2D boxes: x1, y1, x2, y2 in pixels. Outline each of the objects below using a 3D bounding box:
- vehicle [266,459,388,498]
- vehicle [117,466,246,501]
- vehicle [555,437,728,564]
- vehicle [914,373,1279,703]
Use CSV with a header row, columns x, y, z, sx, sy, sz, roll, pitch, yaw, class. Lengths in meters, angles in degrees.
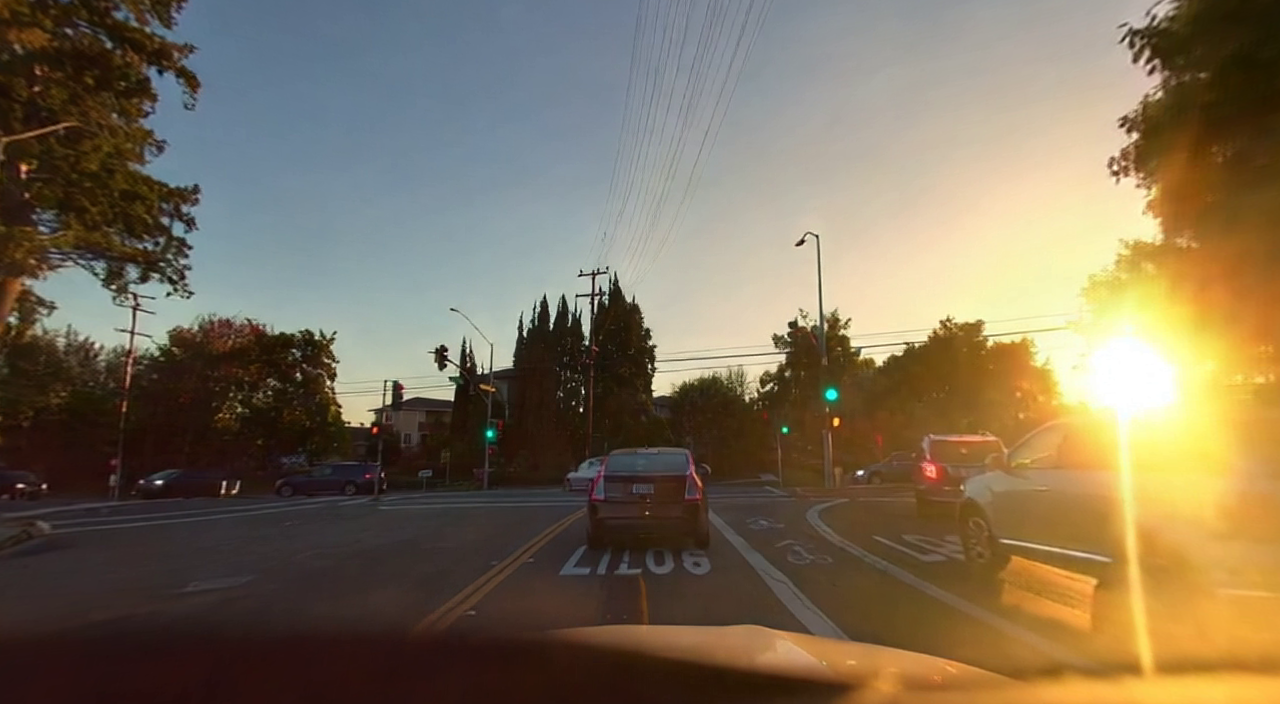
x,y,z,sx,sy,sz,roll,pitch,yaw,class
-13.879,5.592,28.065,4.485,1.625,1.980,-2,-9,10,vehicle
-21.074,6.034,29.059,4.736,1.475,1.921,-2,-9,9,vehicle
0.060,2.131,9.890,2.078,1.506,4.512,0,-9,1,vehicle
4.585,1.383,5.941,2.095,1.836,4.895,-1,-9,4,vehicle
